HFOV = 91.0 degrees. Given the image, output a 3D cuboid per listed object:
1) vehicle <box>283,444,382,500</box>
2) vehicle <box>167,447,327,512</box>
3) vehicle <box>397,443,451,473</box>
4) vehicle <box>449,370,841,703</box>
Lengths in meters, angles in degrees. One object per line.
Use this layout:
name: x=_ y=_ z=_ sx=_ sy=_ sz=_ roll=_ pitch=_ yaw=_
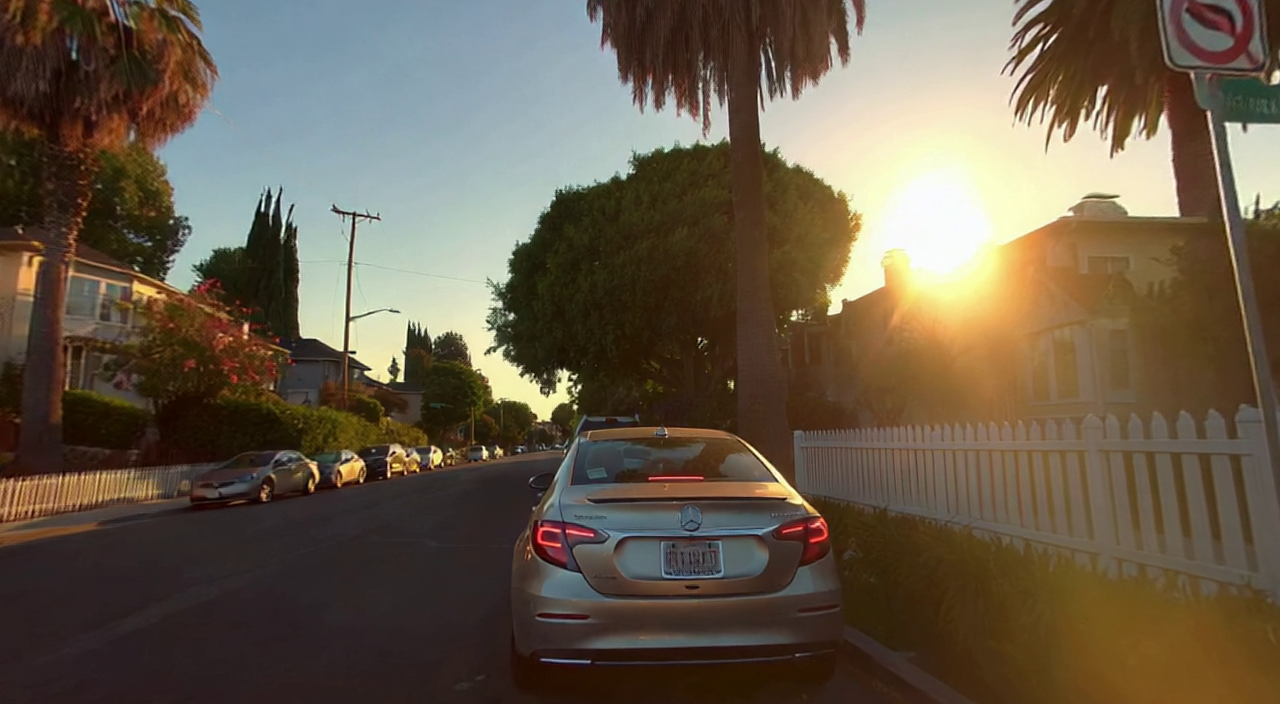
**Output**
vehicle: x=-12.156 y=4.711 z=25.250 sx=2.048 sy=1.485 sz=4.757 roll=-4 pitch=-4 yaw=-7
vehicle: x=-11.398 y=3.662 z=18.793 sx=2.017 sy=1.627 sz=5.039 roll=1 pitch=-8 yaw=-7
vehicle: x=-13.174 y=6.472 z=38.710 sx=2.060 sy=1.689 sz=4.999 roll=1 pitch=-8 yaw=-7
vehicle: x=-0.135 y=1.216 z=4.998 sx=1.894 sy=1.695 sz=3.795 roll=1 pitch=-8 yaw=-6
